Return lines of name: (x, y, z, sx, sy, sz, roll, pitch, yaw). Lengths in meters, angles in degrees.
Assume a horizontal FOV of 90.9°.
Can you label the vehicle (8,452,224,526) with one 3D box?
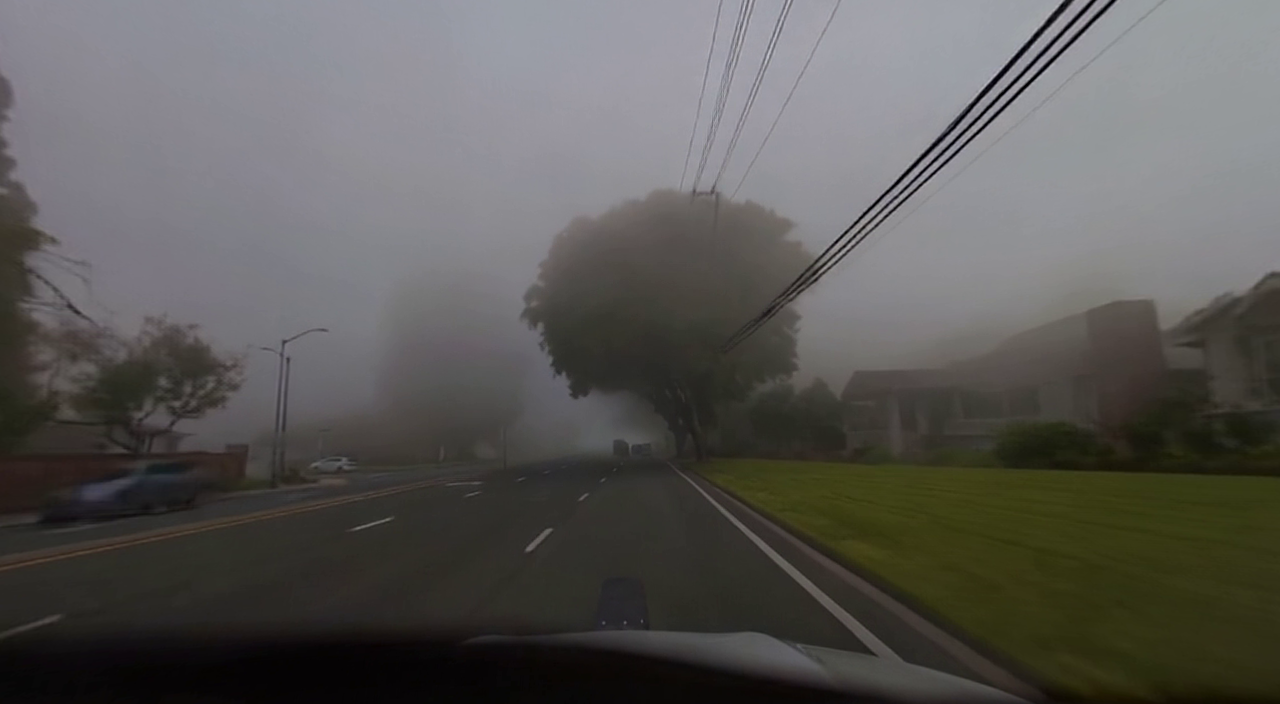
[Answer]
vehicle: (-14.183, 3.660, 17.538, 1.996, 1.695, 4.635, 0, -8, 0)
